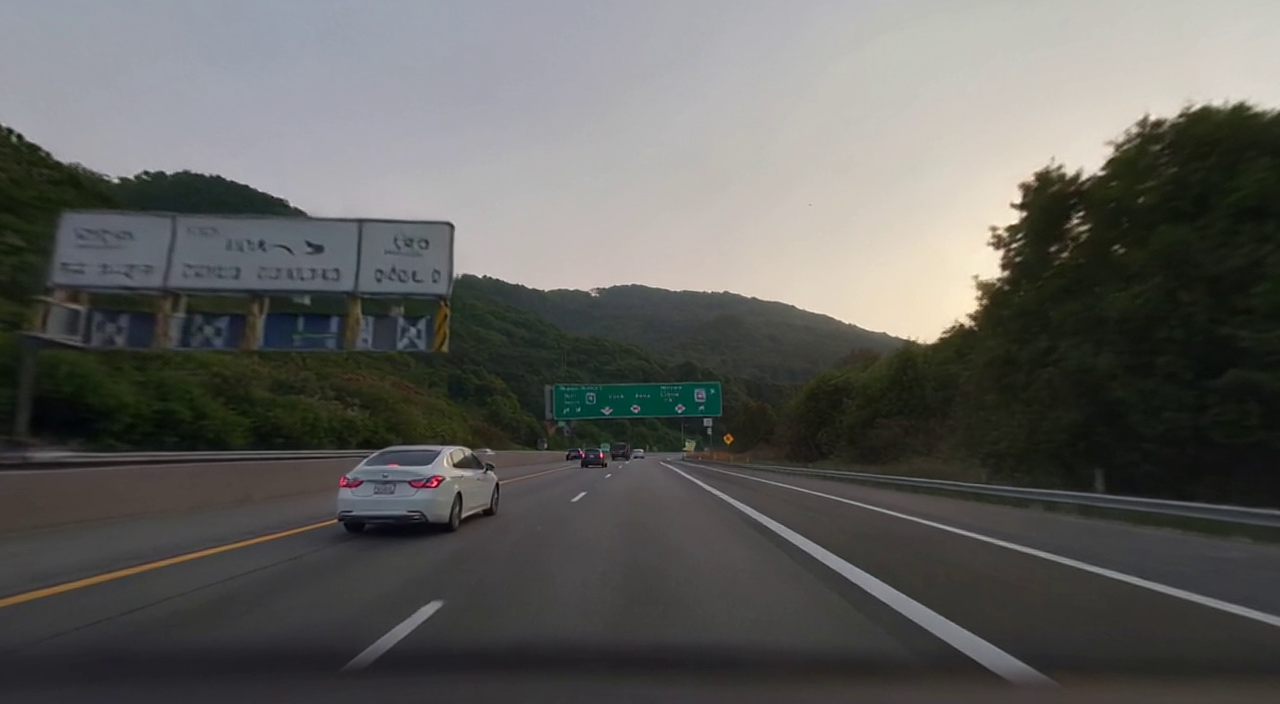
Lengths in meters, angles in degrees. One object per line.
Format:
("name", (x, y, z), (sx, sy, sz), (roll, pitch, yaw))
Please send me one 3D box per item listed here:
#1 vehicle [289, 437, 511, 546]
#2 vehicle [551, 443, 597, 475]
("vehicle", (-3.691, 2.223, 10.776), (1.988, 1.440, 4.504), (0, -9, 0))
("vehicle", (-3.655, 6.002, 35.639), (2.073, 1.694, 4.162), (0, -9, 1))
